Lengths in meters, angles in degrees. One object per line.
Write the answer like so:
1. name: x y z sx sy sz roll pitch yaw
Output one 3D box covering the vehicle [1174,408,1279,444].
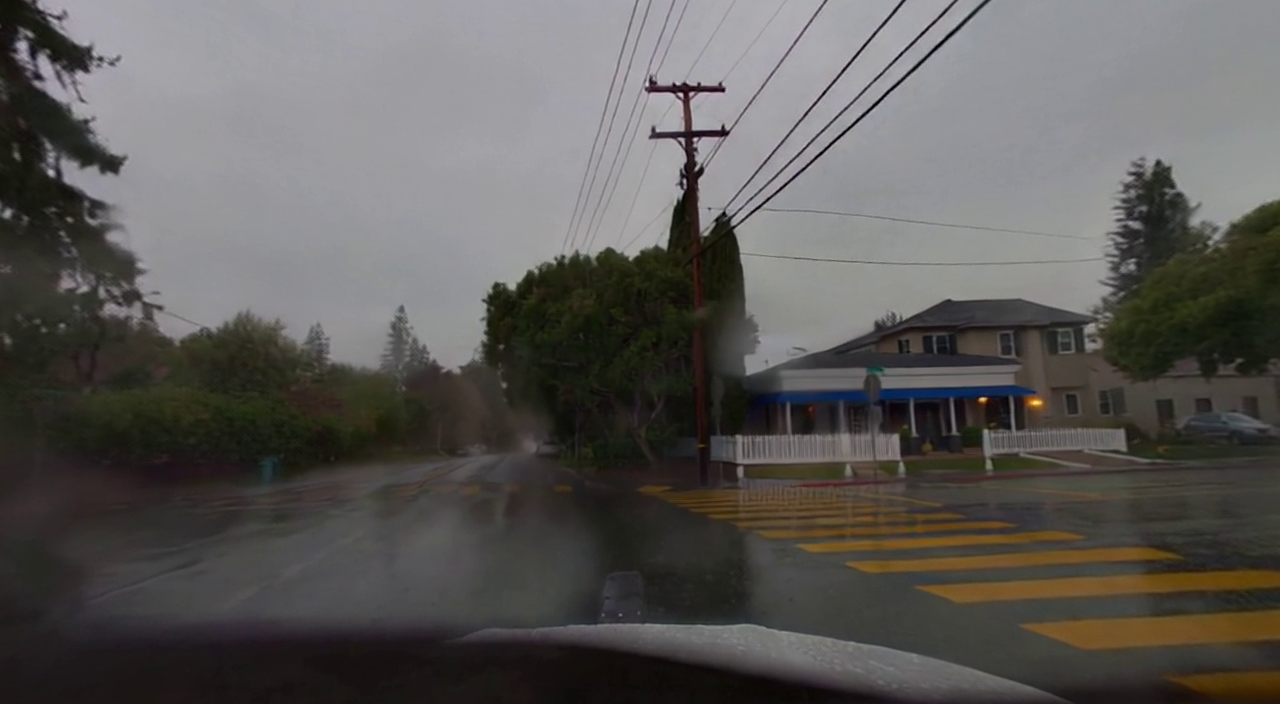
1. vehicle: 30.967 3.899 32.741 2.033 1.725 4.492 3 -9 -16
